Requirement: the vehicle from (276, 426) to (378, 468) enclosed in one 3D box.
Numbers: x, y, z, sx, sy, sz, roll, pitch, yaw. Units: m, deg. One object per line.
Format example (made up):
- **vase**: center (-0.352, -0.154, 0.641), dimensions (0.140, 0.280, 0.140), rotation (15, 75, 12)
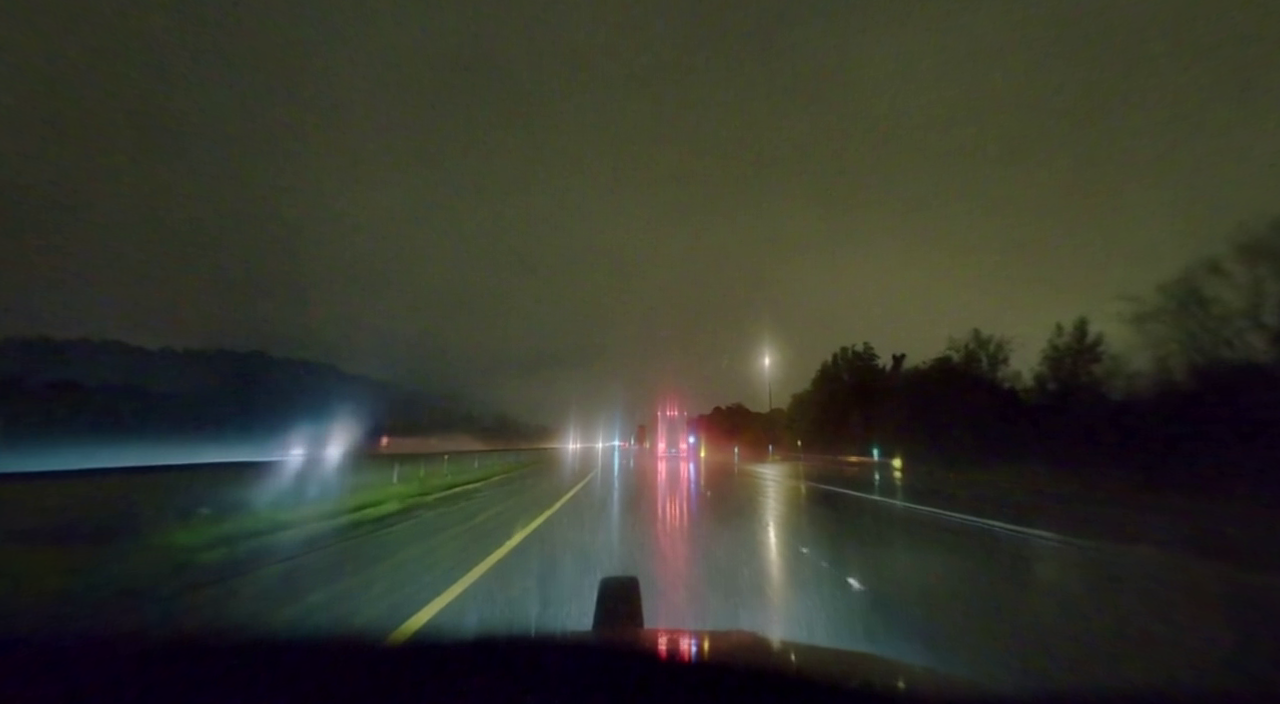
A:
- **vehicle**: center (-12.851, 3.978, 26.185), dimensions (1.936, 1.578, 4.596), rotation (0, -9, -1)
